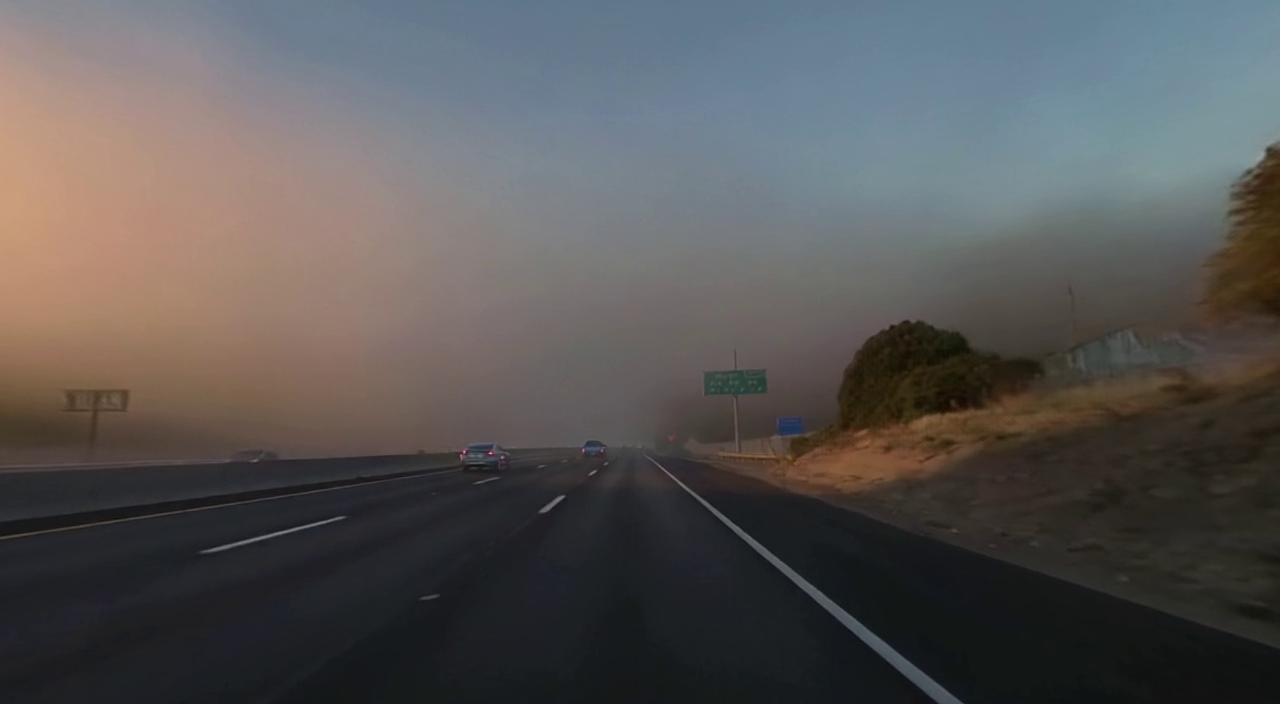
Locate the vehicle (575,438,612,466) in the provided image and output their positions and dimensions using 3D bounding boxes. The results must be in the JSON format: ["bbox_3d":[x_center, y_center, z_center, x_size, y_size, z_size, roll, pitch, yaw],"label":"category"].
[{"bbox_3d":[-2.975,6.589,41.724,2.029,1.753,4.718,0,-8,1],"label":"vehicle"}]

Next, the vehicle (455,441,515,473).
[{"bbox_3d":[-7.802,5.323,32.286,1.930,1.508,4.567,0,-8,0],"label":"vehicle"}]
